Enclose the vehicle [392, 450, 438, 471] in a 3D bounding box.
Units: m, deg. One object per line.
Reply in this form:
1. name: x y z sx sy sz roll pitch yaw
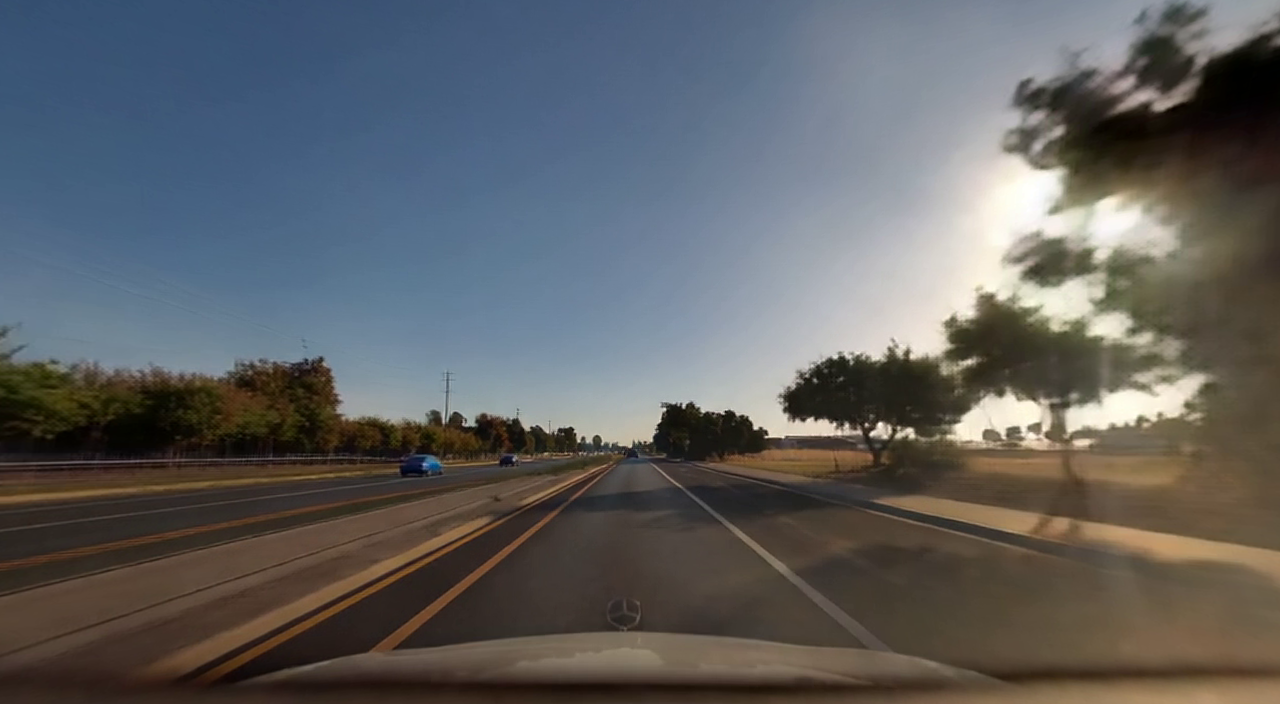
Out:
1. vehicle: -17.179 8.293 48.360 1.955 1.533 4.097 0 -9 0
